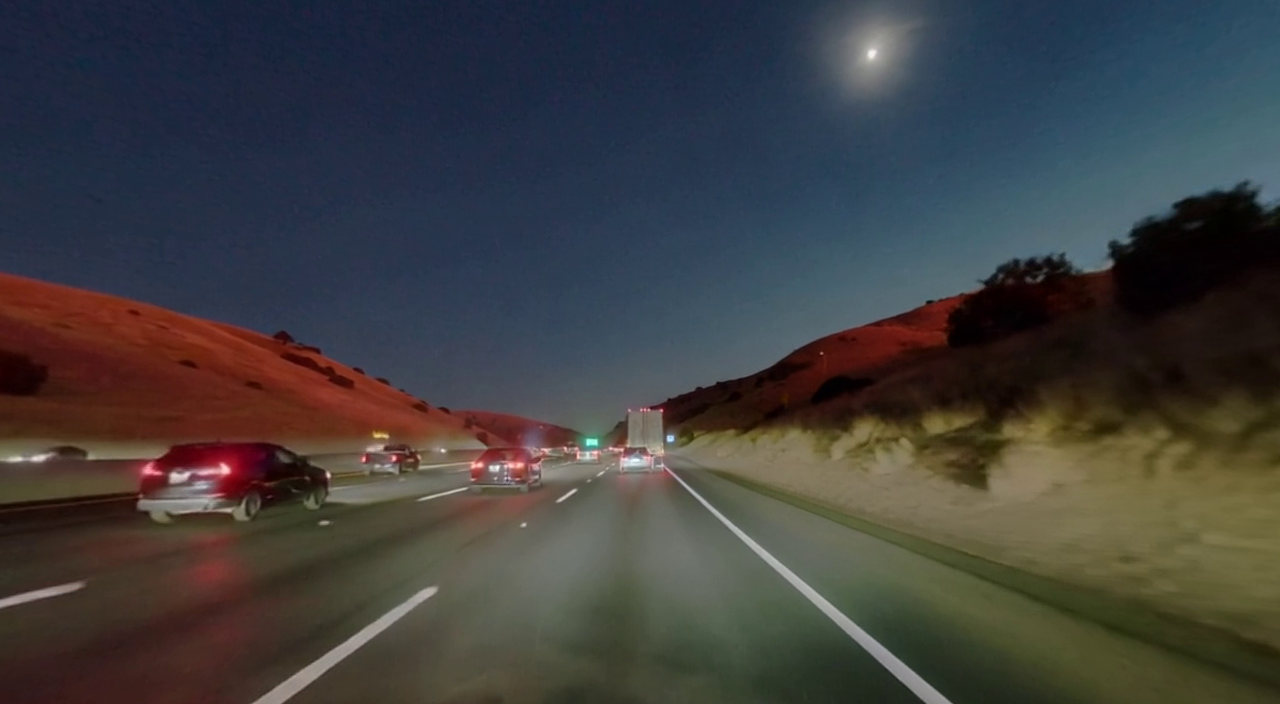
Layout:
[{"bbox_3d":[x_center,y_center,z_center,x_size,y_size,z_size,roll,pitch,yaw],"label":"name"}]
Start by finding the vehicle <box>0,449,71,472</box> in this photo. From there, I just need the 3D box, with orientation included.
[{"bbox_3d":[-42.525,7.530,43.848,1.780,1.514,4.281,0,-9,0],"label":"vehicle"}]

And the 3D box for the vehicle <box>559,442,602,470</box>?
[{"bbox_3d":[-3.678,6.512,39.582,2.155,1.661,4.477,0,-9,1],"label":"vehicle"}]

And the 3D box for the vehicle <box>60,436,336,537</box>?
[{"bbox_3d":[-7.779,2.373,11.752,2.029,1.507,4.204,0,-9,1],"label":"vehicle"}]

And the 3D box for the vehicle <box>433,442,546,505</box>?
[{"bbox_3d":[-3.949,3.263,17.409,1.943,1.468,4.547,0,-9,1],"label":"vehicle"}]

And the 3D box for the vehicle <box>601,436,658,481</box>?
[{"bbox_3d":[-0.415,4.638,27.674,2.281,1.795,4.297,0,-9,0],"label":"vehicle"}]

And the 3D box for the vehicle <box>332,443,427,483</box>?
[{"bbox_3d":[-10.679,4.575,26.260,1.950,1.507,4.527,0,-9,1],"label":"vehicle"}]
